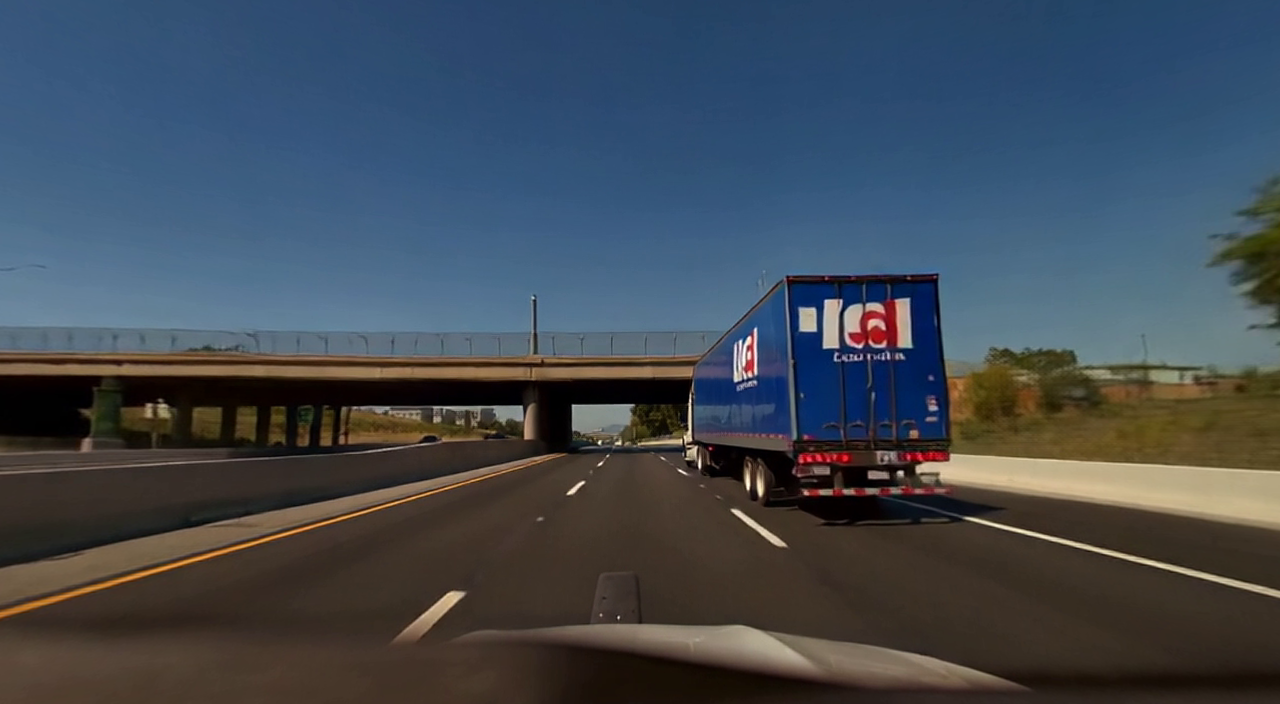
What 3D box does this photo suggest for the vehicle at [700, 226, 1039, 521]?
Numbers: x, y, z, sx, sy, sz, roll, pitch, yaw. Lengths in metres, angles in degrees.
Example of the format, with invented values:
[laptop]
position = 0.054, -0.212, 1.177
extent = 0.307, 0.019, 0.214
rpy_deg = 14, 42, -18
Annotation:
[vehicle]
position = 3.889, 1.222, 16.216
extent = 3.034, 4.194, 14.704
rpy_deg = 0, -8, -1
